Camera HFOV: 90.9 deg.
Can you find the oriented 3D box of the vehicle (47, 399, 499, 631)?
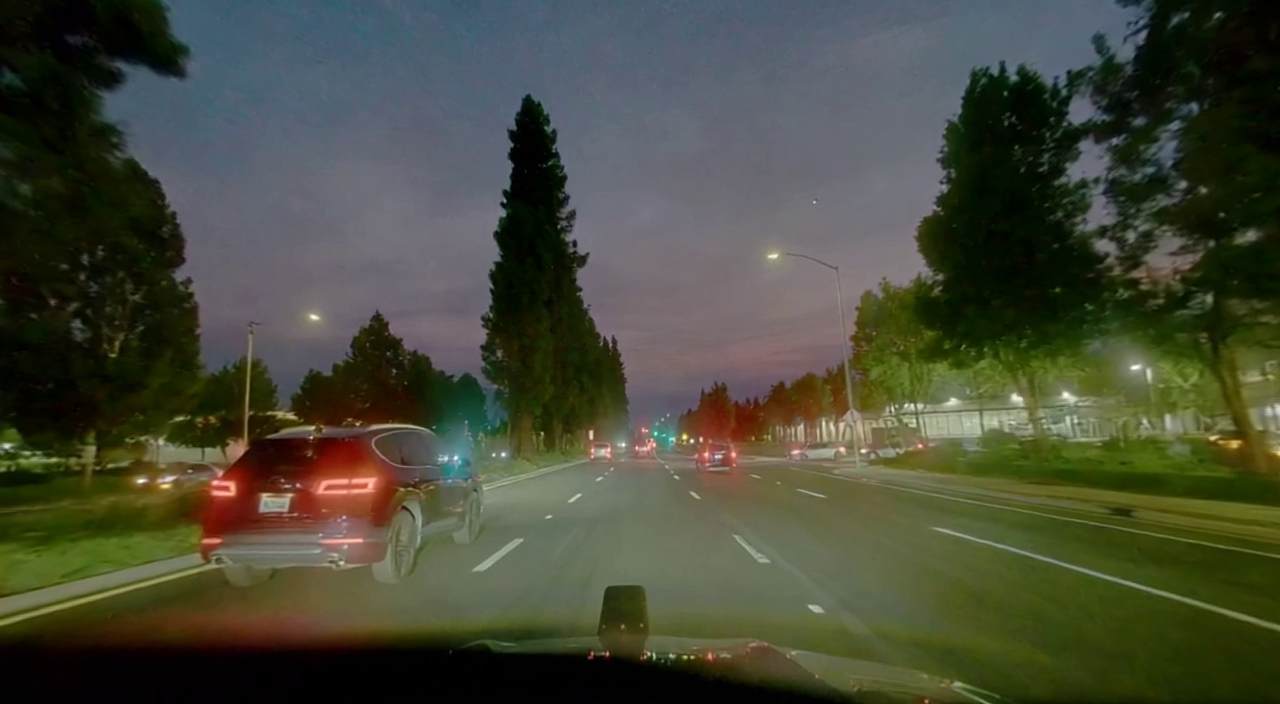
[{"bbox_3d":[-3.168,1.507,6.887,2.121,1.656,4.559,0,-8,1],"label":"vehicle"}]

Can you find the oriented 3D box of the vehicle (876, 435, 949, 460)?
[{"bbox_3d":[21.206,7.464,49.249,4.691,1.626,1.989,-3,-9,4],"label":"vehicle"}]

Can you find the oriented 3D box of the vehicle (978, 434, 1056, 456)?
[{"bbox_3d":[29.320,7.259,49.075,4.759,1.666,1.941,0,-8,0],"label":"vehicle"}]

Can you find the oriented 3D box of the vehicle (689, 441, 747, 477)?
[{"bbox_3d":[3.505,4.900,29.211,2.087,1.506,4.276,0,-8,0],"label":"vehicle"}]

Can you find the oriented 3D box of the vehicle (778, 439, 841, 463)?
[{"bbox_3d":[13.247,7.779,49.460,4.515,1.599,1.968,-4,-9,10],"label":"vehicle"}]
